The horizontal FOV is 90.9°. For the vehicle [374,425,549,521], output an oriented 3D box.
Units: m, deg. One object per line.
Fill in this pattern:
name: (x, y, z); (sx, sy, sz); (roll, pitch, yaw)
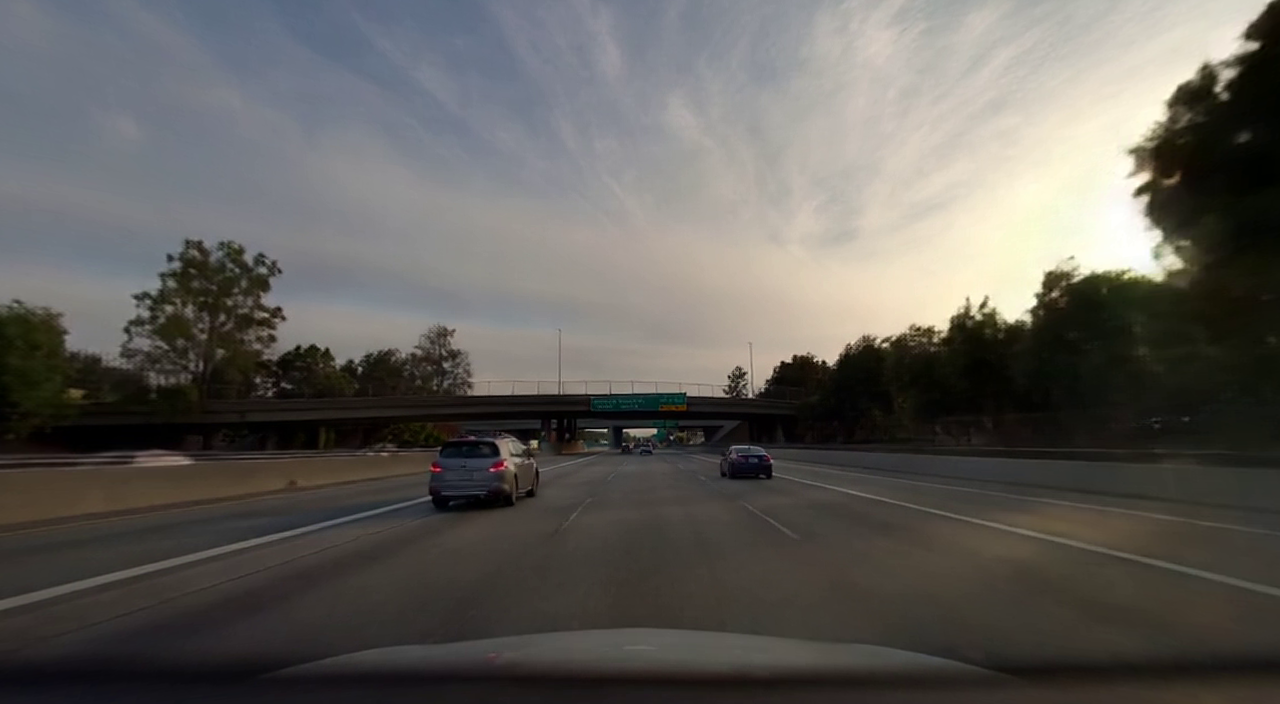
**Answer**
vehicle: (-3.559, 2.537, 13.816); (2.259, 1.706, 4.924); (0, -8, 2)

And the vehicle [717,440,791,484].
vehicle: (4.168, 4.068, 23.701); (1.908, 1.483, 4.259); (0, -8, -1)
